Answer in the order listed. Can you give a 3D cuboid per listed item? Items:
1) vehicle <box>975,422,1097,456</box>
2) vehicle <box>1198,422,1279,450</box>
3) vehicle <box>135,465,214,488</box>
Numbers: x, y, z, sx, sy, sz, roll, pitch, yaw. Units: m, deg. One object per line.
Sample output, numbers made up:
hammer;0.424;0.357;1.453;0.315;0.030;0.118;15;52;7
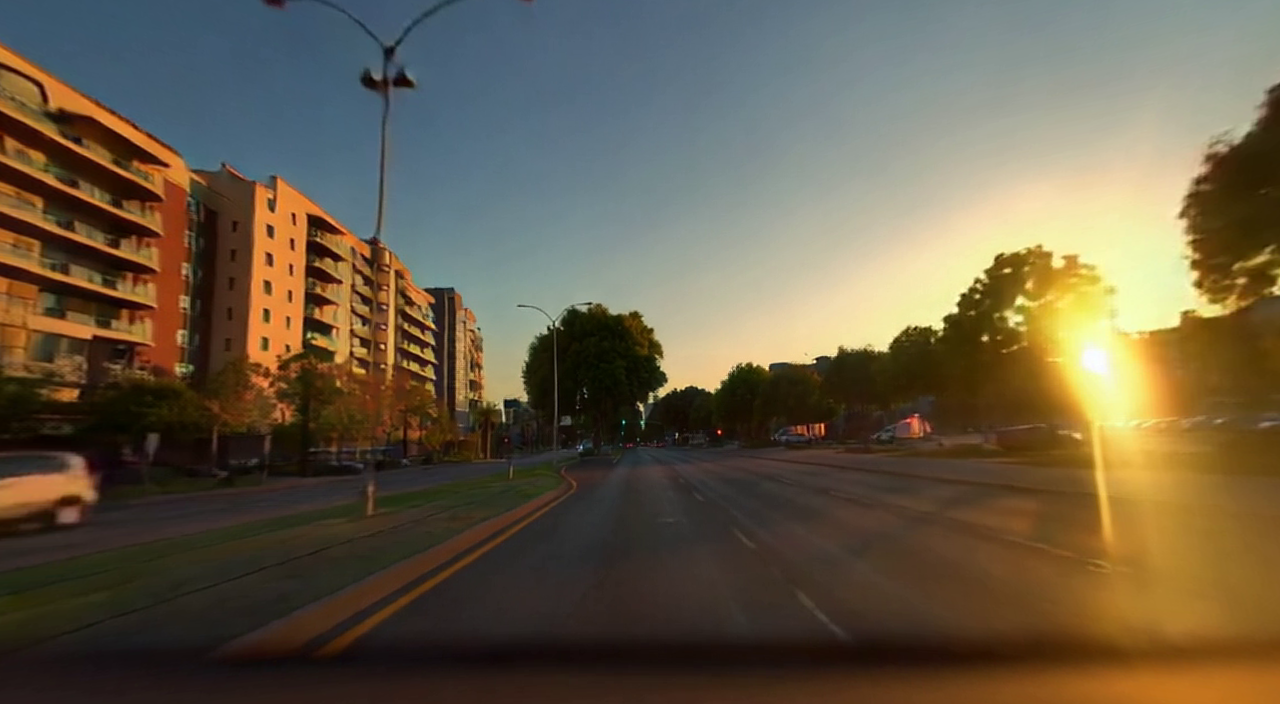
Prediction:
vehicle;20.067;4.450;32.192;4.745;1.675;2.096;0;-9;0
vehicle;33.595;4.667;34.771;1.818;1.427;4.239;0;-9;-1
vehicle;-30.380;8.115;41.280;3.705;1.403;1.762;0;-9;2
